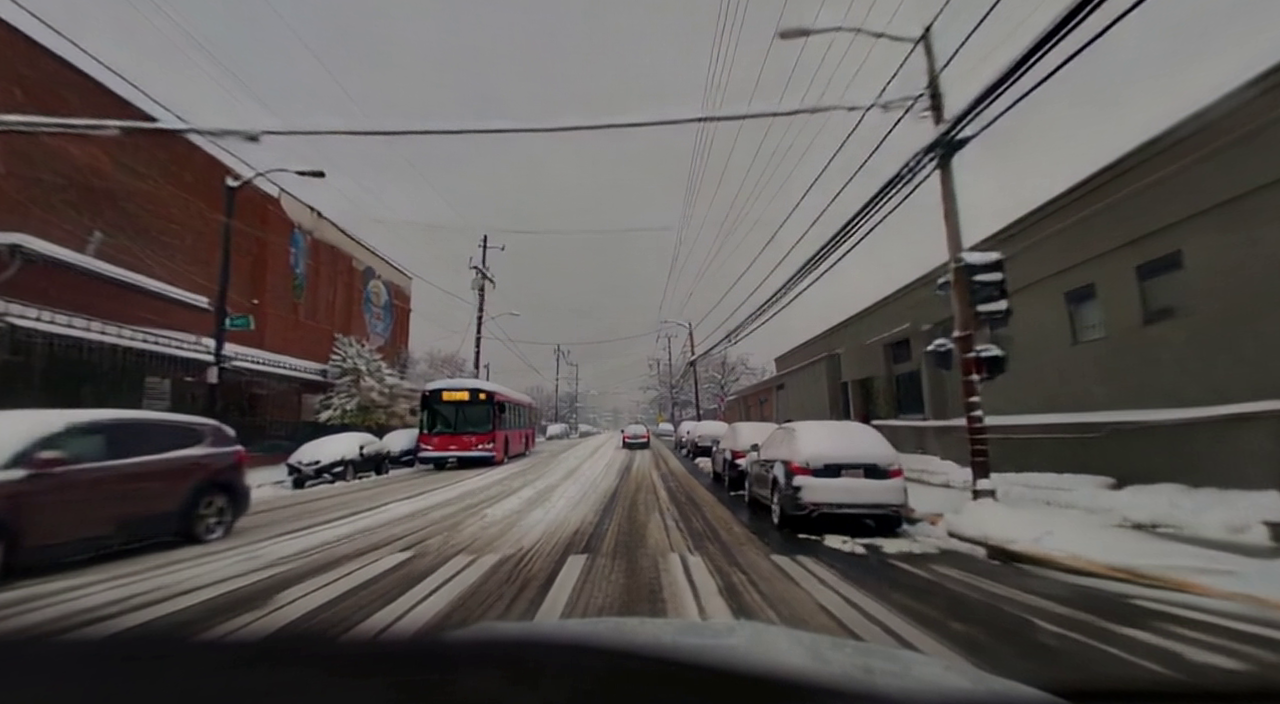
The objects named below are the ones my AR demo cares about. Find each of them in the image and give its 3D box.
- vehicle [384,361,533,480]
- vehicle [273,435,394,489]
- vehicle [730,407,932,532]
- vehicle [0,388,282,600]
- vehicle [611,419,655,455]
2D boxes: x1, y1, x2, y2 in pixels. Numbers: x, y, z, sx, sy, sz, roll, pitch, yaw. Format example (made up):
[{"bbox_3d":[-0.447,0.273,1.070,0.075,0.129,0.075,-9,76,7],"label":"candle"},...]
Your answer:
[{"bbox_3d":[-6.201,2.852,24.338,3.297,3.342,12.875,1,-8,-6],"label":"vehicle"},{"bbox_3d":[-10.027,3.583,21.088,2.031,1.539,4.089,-1,-7,0],"label":"vehicle"},{"bbox_3d":[3.047,2.044,11.275,2.171,1.751,4.373,1,-10,-1],"label":"vehicle"},{"bbox_3d":[-7.184,1.611,7.761,2.127,2.034,5.559,-1,-8,2],"label":"vehicle"},{"bbox_3d":[-0.388,4.562,33.749,2.190,1.783,4.048,0,-8,-1],"label":"vehicle"}]
